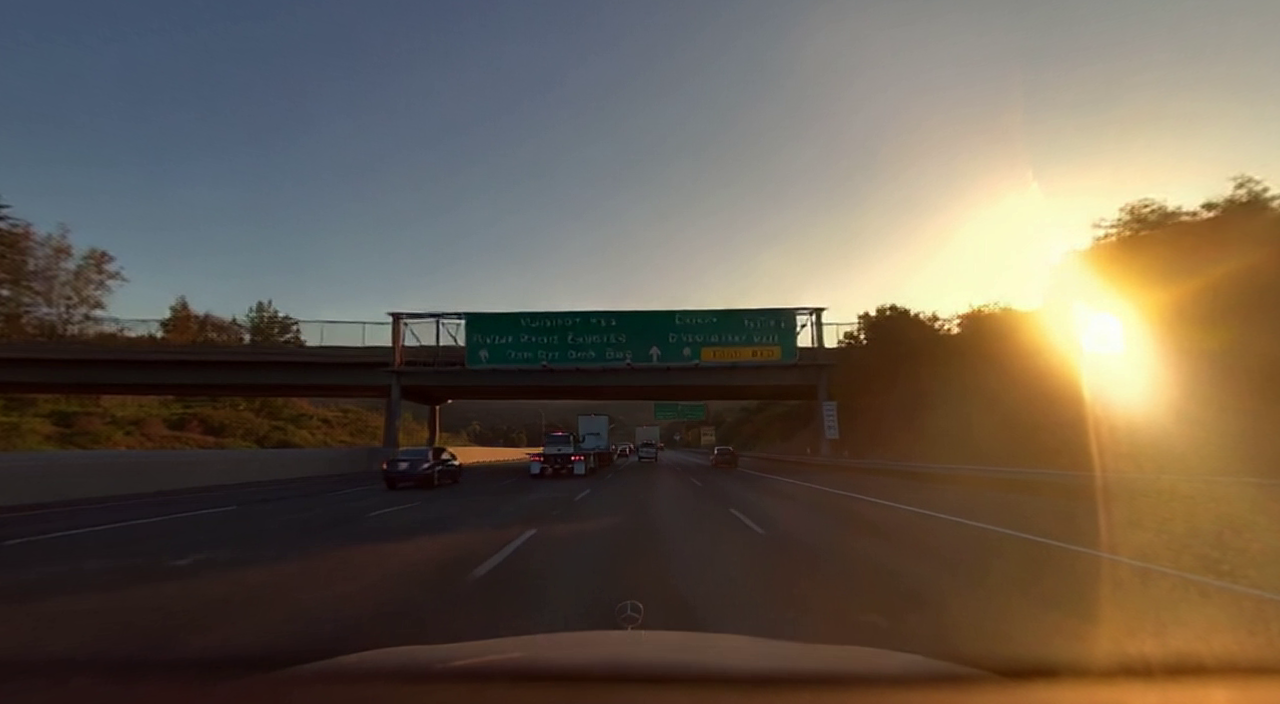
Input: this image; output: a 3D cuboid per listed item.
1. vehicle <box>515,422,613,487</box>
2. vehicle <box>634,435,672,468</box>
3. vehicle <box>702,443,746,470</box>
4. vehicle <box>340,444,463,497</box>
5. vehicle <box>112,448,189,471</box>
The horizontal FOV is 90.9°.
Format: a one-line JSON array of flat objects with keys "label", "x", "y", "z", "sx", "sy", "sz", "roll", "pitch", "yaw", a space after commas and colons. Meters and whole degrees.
[{"label": "vehicle", "x": -3.192, "y": 5.050, "z": 31.845, "sx": 2.854, "sy": 2.379, "sz": 16.653, "roll": 0, "pitch": -9, "yaw": 0}, {"label": "vehicle", "x": 0.880, "y": 6.465, "z": 41.096, "sx": 2.309, "sy": 2.023, "sz": 5.130, "roll": -1, "pitch": -8, "yaw": 1}, {"label": "vehicle", "x": 4.897, "y": 6.146, "z": 37.269, "sx": 1.993, "sy": 1.474, "sz": 4.230, "roll": 0, "pitch": -8, "yaw": 0}, {"label": "vehicle", "x": -7.286, "y": 3.638, "z": 19.873, "sx": 1.965, "sy": 1.437, "sz": 4.592, "roll": -1, "pitch": -8, "yaw": 1}, {"label": "vehicle", "x": -34.667, "y": 7.620, "z": 44.859, "sx": 1.771, "sy": 1.463, "sz": 4.484, "roll": -1, "pitch": -8, "yaw": 2}]
